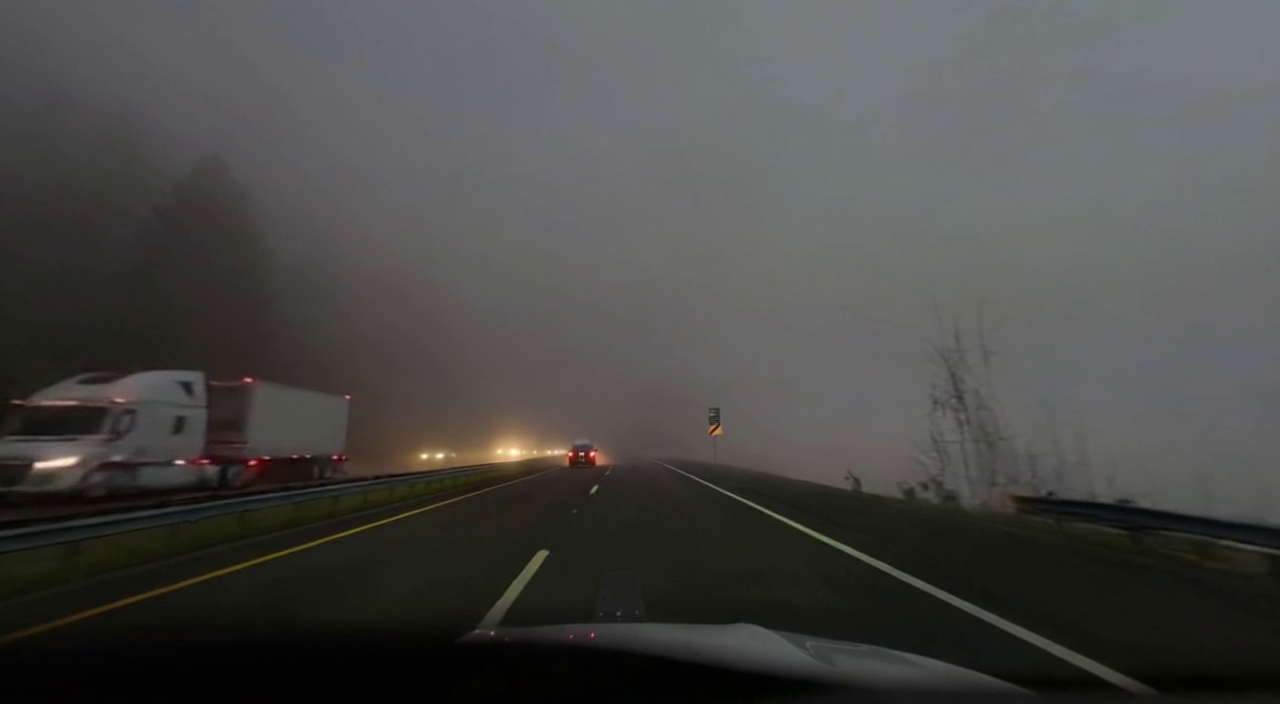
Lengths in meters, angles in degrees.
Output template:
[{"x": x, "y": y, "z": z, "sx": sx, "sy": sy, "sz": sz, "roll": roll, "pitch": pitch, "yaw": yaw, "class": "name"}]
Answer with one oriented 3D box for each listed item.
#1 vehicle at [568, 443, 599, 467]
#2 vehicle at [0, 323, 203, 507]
[{"x": -4.194, "y": 7.710, "z": 47.166, "sx": 2.098, "sy": 1.692, "sz": 4.038, "roll": 0, "pitch": -9, "yaw": -1, "class": "vehicle"}, {"x": -16.359, "y": 1.962, "z": 18.141, "sx": 2.959, "sy": 4.473, "sz": 5.911, "roll": 0, "pitch": -9, "yaw": -1, "class": "vehicle"}]
